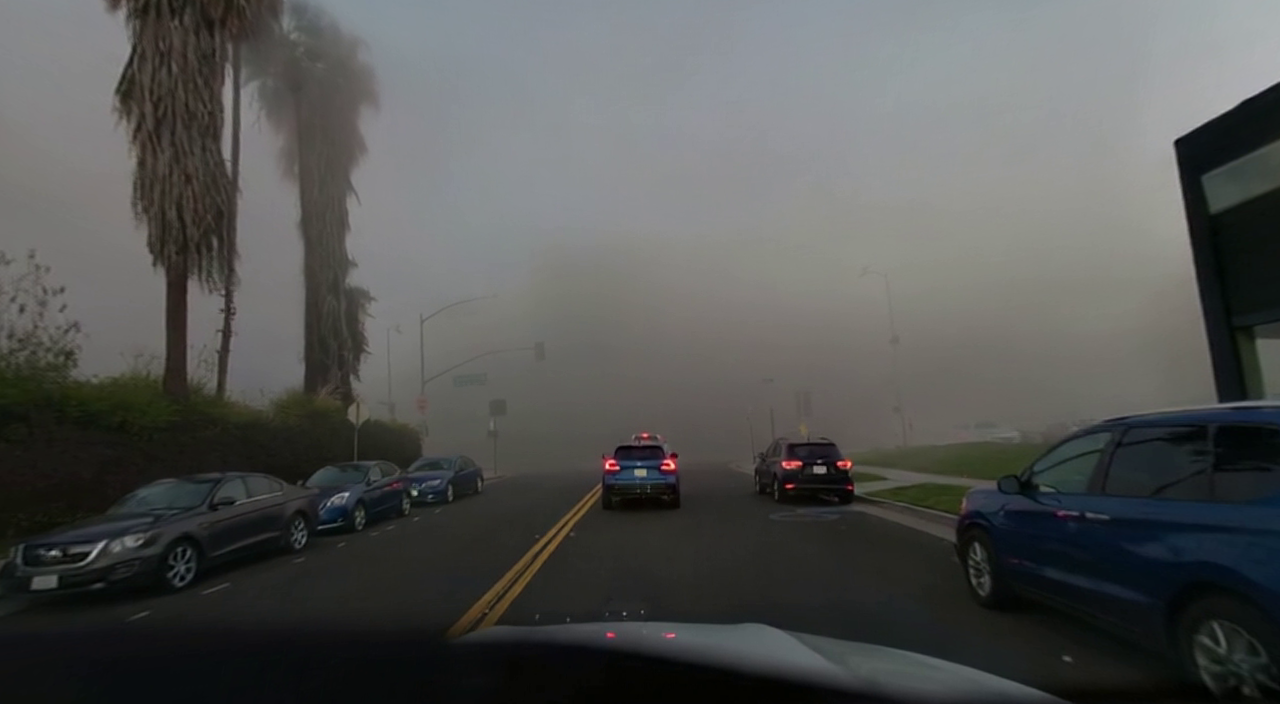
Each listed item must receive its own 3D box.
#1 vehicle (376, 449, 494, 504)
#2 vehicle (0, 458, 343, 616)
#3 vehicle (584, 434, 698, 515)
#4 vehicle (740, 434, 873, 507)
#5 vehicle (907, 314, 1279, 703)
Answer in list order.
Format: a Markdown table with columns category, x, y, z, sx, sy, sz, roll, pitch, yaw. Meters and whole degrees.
| category | x | y | z | sx | sy | sz | roll | pitch | yaw |
| --- | --- | --- | --- | --- | --- | --- | --- | --- | --- |
| vehicle | -6.344 | 3.887 | 20.174 | 2.105 | 1.469 | 4.693 | 0 | -8 | 1 |
| vehicle | -6.141 | 2.270 | 8.726 | 1.850 | 1.482 | 4.454 | 0 | -8 | 1 |
| vehicle | -0.006 | 2.511 | 13.520 | 2.060 | 1.452 | 4.078 | 0 | -8 | -1 |
| vehicle | 3.607 | 2.635 | 14.584 | 1.821 | 1.417 | 4.454 | 0 | -8 | 0 |
| vehicle | 3.632 | 0.895 | 3.525 | 2.099 | 1.786 | 5.198 | 0 | -8 | 1 |
